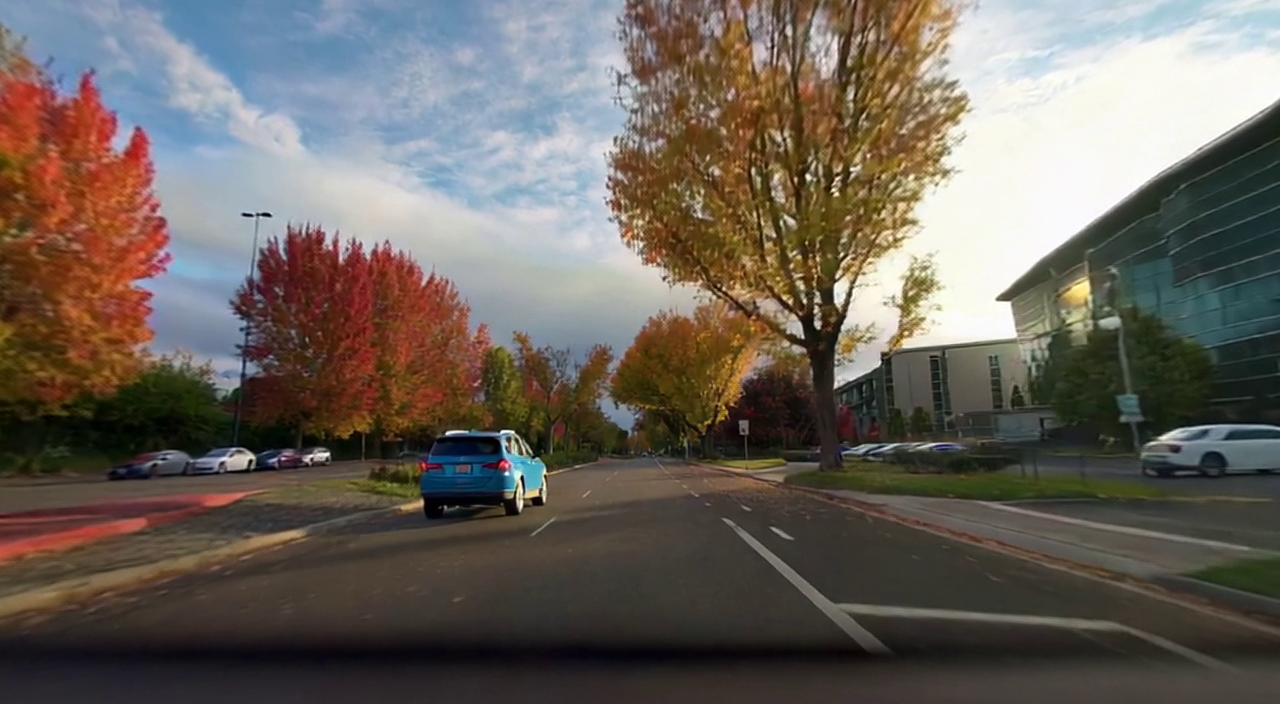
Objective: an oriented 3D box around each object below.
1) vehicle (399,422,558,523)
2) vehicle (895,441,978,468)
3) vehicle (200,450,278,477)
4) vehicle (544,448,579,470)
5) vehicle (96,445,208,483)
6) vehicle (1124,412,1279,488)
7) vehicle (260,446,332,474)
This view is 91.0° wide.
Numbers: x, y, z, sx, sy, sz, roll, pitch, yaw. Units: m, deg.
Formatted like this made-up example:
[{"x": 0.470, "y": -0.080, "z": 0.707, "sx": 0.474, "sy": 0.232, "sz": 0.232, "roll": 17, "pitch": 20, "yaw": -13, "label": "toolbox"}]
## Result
[{"x": -3.201, "y": 2.527, "z": 13.623, "sx": 2.112, "sy": 1.779, "sz": 4.489, "roll": 0, "pitch": -9, "yaw": 1, "label": "vehicle"}, {"x": 18.697, "y": 6.461, "z": 39.757, "sx": 4.331, "sy": 1.655, "sz": 1.884, "roll": 1, "pitch": -9, "yaw": -7, "label": "vehicle"}, {"x": -25.213, "y": 7.001, "z": 39.792, "sx": 1.844, "sy": 1.619, "sz": 4.725, "roll": 0, "pitch": -9, "yaw": 0, "label": "vehicle"}, {"x": -5.786, "y": 7.921, "z": 46.691, "sx": 1.982, "sy": 1.478, "sz": 4.465, "roll": 0, "pitch": -9, "yaw": 1, "label": "vehicle"}, {"x": -25.304, "y": 5.804, "z": 32.927, "sx": 1.990, "sy": 1.822, "sz": 4.751, "roll": 0, "pitch": -9, "yaw": 0, "label": "vehicle"}, {"x": 18.741, "y": 2.981, "z": 19.427, "sx": 5.903, "sy": 2.099, "sz": 2.290, "roll": 0, "pitch": -9, "yaw": -6, "label": "vehicle"}, {"x": -25.118, "y": 7.883, "z": 46.258, "sx": 2.142, "sy": 1.895, "sz": 5.528, "roll": 0, "pitch": -9, "yaw": 0, "label": "vehicle"}]
